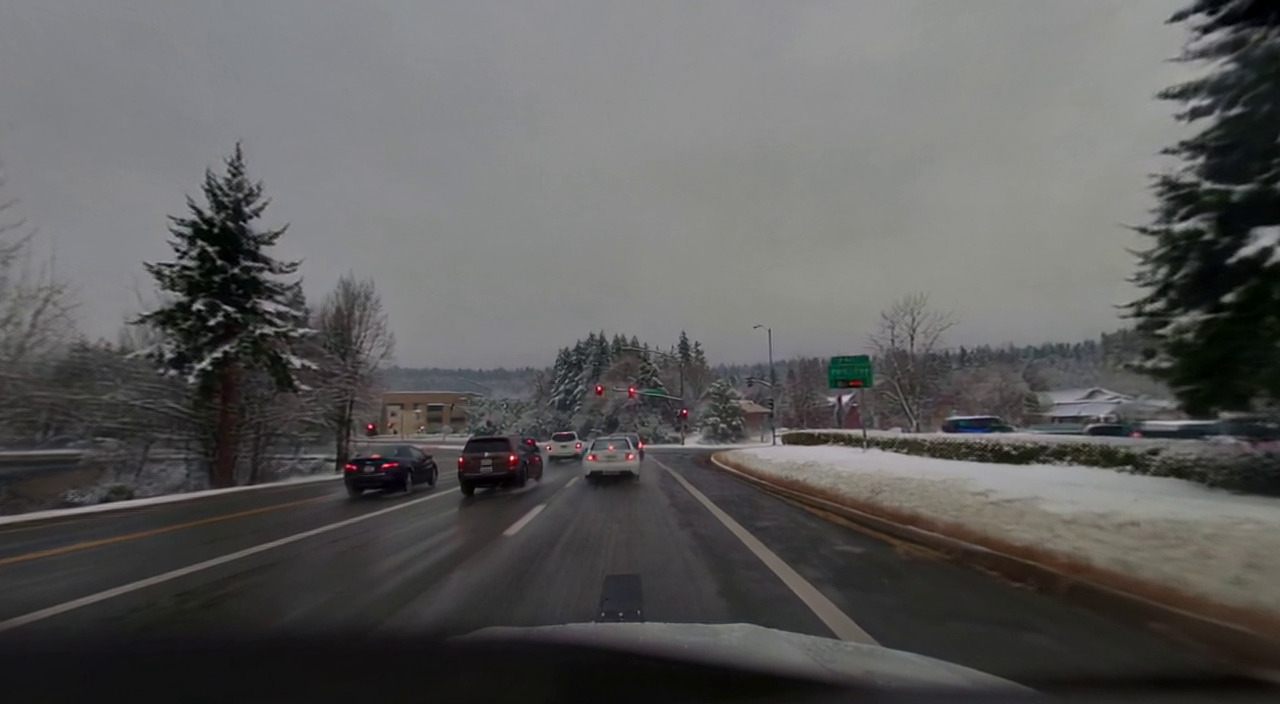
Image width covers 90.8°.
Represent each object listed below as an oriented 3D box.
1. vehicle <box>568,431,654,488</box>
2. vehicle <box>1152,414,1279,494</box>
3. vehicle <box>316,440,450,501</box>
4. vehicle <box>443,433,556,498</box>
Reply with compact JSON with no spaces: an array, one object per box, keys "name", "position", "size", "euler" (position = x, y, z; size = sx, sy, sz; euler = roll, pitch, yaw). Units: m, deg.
[{"name":"vehicle","position":[-0.778,3.136,18.762],"size":[2.231,1.481,4.489],"euler":[0,-8,0]},{"name":"vehicle","position":[15.061,2.409,15.170],"size":[4.961,1.657,2.071],"euler":[3,-9,-23]},{"name":"vehicle","position":[-7.012,3.252,17.811],"size":[1.852,1.458,4.422],"euler":[0,-8,1]},{"name":"vehicle","position":[-3.551,2.962,16.908],"size":[1.920,1.480,4.549],"euler":[0,-8,1]}]
